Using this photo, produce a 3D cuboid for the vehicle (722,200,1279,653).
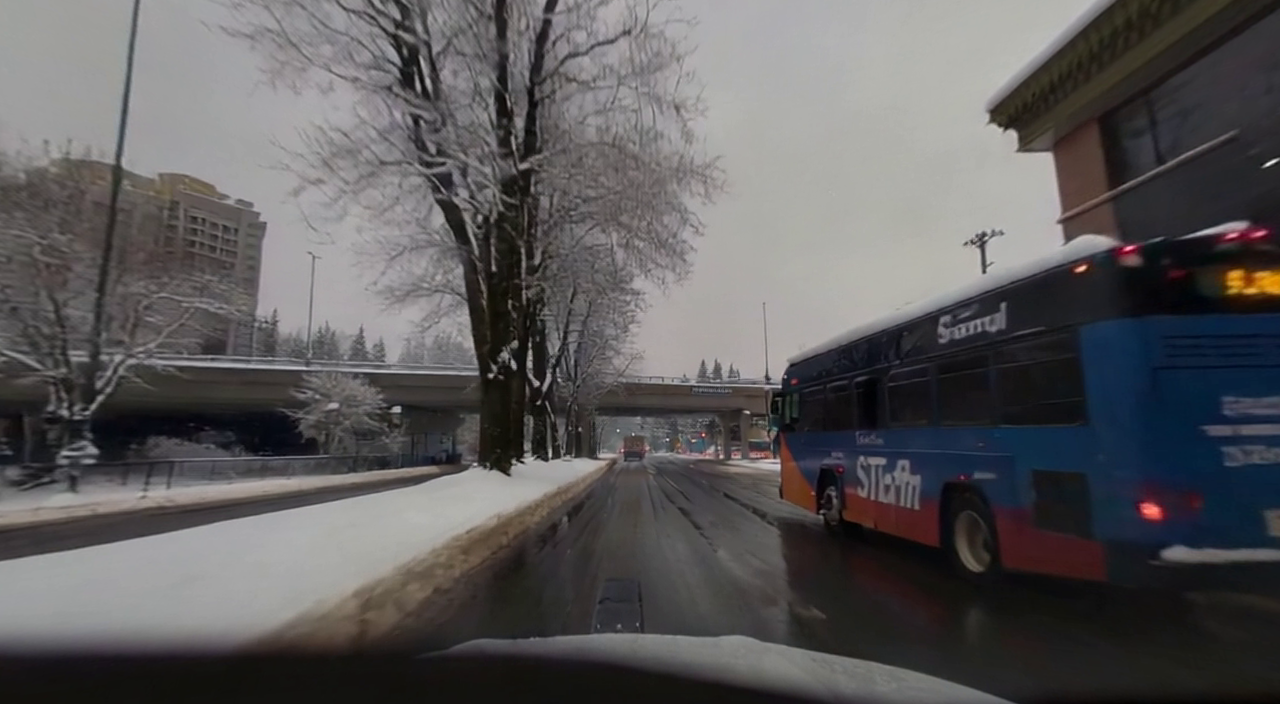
[{"bbox_3d":[4.268,1.460,11.334,3.043,3.162,13.806,0,-8,-3],"label":"vehicle"}]
